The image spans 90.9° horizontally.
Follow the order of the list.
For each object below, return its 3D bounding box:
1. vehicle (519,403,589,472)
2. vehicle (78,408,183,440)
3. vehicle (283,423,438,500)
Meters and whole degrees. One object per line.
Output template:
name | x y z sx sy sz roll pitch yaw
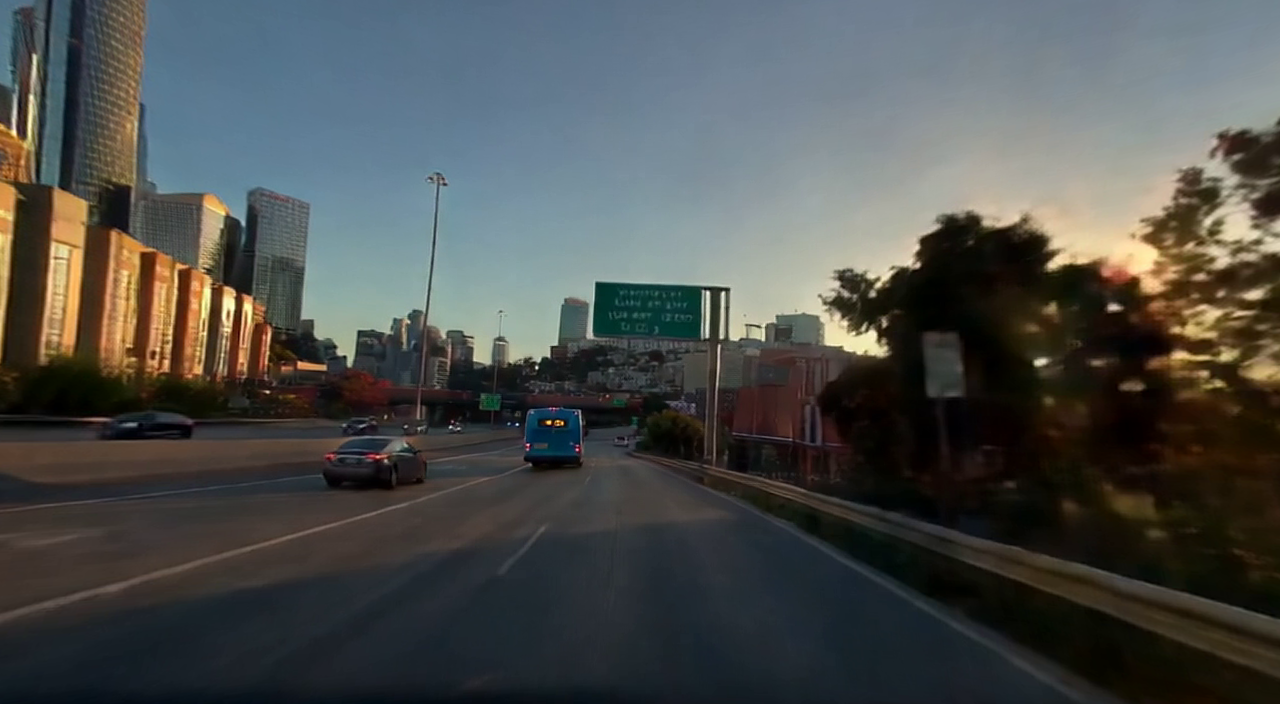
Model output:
vehicle | -4.121 4.413 31.616 2.888 2.944 8.373 2 -10 -5
vehicle | -32.015 4.590 39.825 2.187 1.813 5.007 -1 -9 4
vehicle | -7.010 2.802 16.448 1.993 1.690 4.450 0 -9 0
